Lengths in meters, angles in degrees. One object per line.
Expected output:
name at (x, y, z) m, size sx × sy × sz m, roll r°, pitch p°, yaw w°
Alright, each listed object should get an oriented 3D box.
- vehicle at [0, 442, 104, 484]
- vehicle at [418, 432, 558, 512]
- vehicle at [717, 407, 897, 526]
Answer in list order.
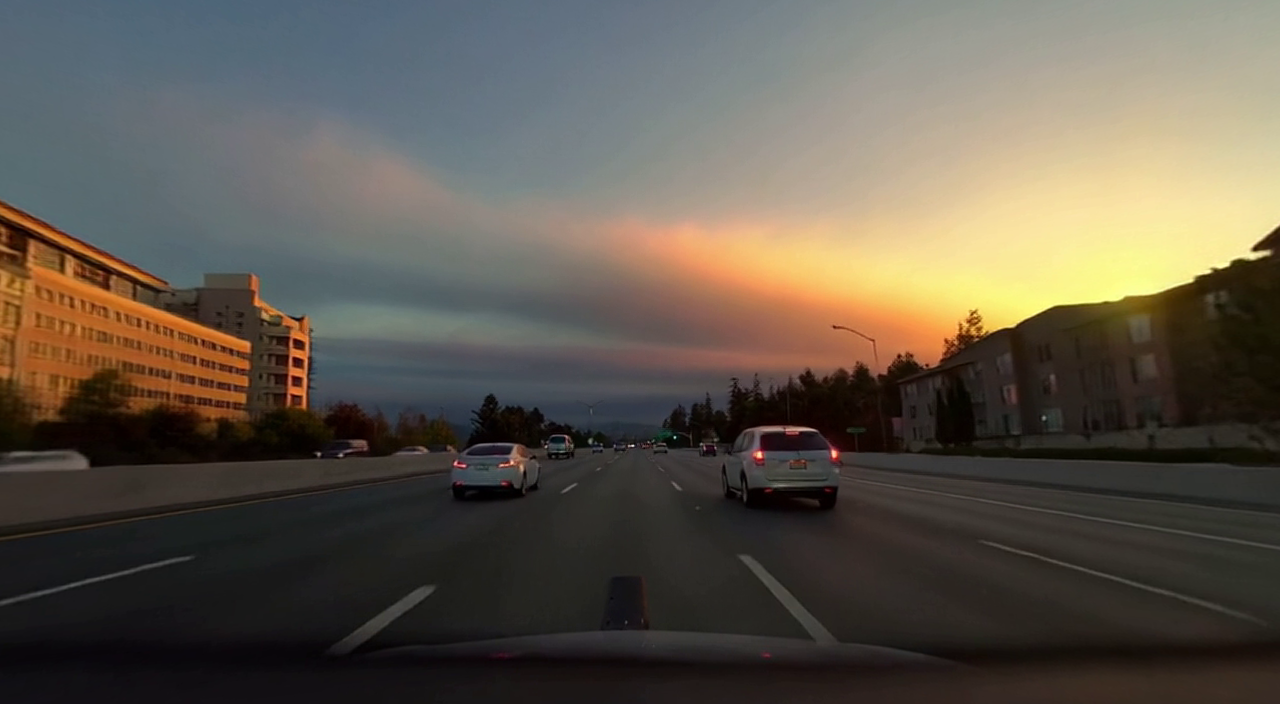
vehicle at (-22.859, 4.177, 23.973) m, size 1.695 × 1.457 × 3.555 m, roll 0°, pitch -8°, yaw 1°
vehicle at (-3.306, 2.719, 14.838) m, size 2.080 × 1.542 × 4.718 m, roll 0°, pitch -8°, yaw 1°
vehicle at (2.932, 2.170, 12.432) m, size 2.148 × 1.852 × 4.835 m, roll 0°, pitch -8°, yaw -1°
